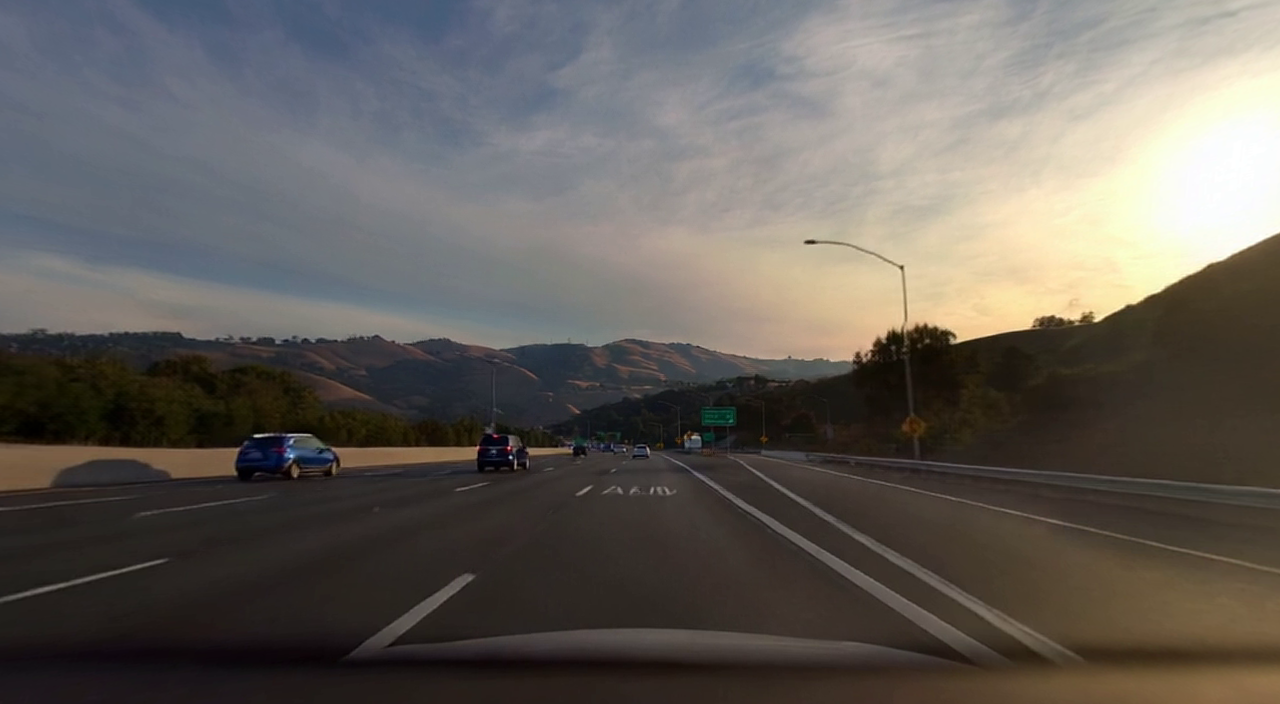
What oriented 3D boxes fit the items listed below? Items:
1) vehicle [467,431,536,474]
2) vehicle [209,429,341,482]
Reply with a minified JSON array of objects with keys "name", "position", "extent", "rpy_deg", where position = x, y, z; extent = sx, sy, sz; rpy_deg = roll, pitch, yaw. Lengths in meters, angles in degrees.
[{"name":"vehicle","position":[-6.696,4.925,30.995],"extent":[2.219,1.947,4.924],"rpy_deg":[0,-9,1]},{"name":"vehicle","position":[-13.821,3.952,24.294],"extent":[2.079,1.822,4.893],"rpy_deg":[0,-9,1]}]
